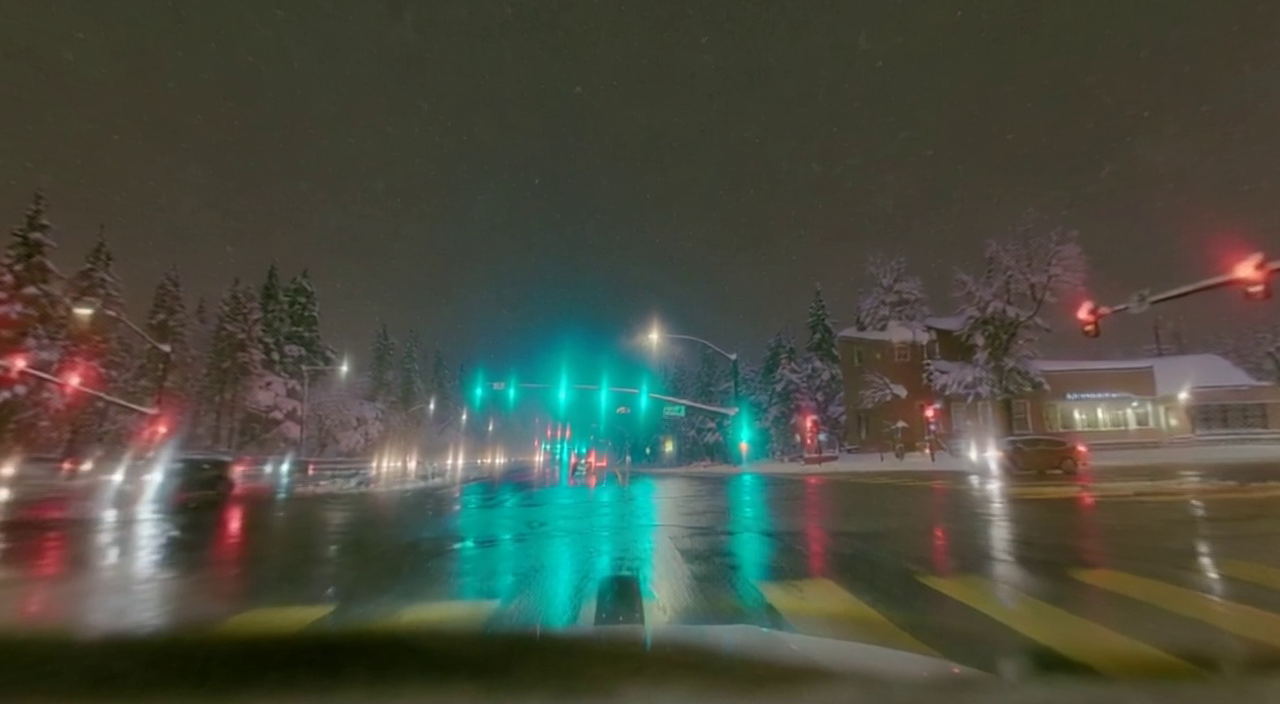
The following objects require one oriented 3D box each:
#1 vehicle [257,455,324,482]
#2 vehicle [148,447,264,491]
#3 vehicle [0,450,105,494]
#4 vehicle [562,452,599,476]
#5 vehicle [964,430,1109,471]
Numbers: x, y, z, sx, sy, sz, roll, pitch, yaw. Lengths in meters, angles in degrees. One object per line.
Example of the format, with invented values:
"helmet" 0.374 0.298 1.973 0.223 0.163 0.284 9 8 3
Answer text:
"vehicle" -21.745 7.252 39.469 1.945 1.466 3.809 0 -8 0
"vehicle" -18.370 4.935 27.053 1.864 1.678 4.288 0 -8 1
"vehicle" -25.408 4.982 26.626 1.877 1.640 4.337 0 -8 0
"vehicle" -3.968 7.508 42.615 2.073 1.445 4.151 0 -8 0
"vehicle" 17.923 4.465 28.761 5.003 1.786 2.369 0 -8 -2
